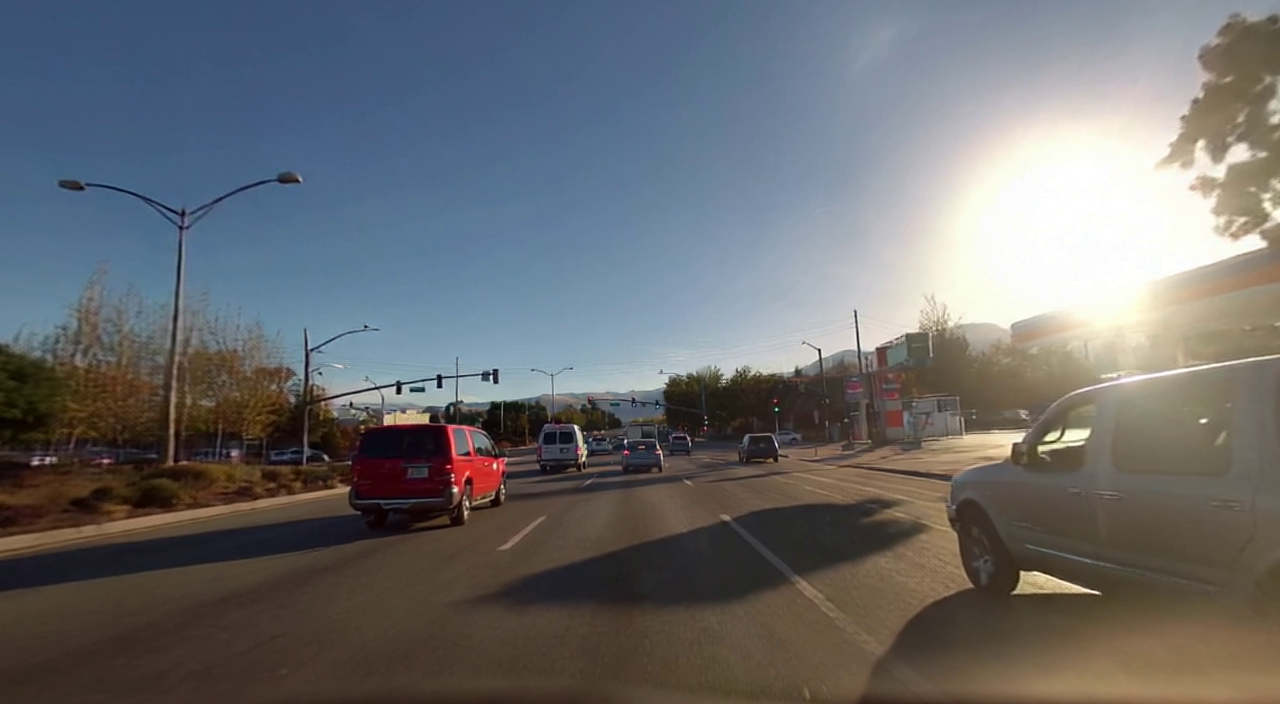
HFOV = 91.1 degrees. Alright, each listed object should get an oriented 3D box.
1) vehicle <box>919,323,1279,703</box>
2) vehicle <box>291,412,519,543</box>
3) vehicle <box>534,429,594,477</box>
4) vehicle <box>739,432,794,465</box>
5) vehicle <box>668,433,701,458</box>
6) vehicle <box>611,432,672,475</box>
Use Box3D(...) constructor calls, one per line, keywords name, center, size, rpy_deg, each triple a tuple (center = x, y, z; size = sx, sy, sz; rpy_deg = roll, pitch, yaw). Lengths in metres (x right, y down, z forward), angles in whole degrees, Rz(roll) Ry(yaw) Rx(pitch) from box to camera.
Box3D(name="vehicle", center=(3.778, 0.929, 3.703), size=(2.055, 1.786, 4.817), rpy_deg=(0, -8, 1))
Box3D(name="vehicle", center=(-3.681, 2.082, 11.138), size=(2.002, 1.747, 5.173), rpy_deg=(0, -8, 0))
Box3D(name="vehicle", center=(-3.311, 4.533, 28.437), size=(2.025, 1.936, 4.995), rpy_deg=(0, -8, 1))
Box3D(name="vehicle", center=(7.065, 5.461, 35.567), size=(2.119, 1.696, 4.623), rpy_deg=(0, -8, 0))
Box3D(name="vehicle", center=(3.481, 7.417, 49.763), size=(2.193, 1.795, 5.130), rpy_deg=(0, -8, 0))
Box3D(name="vehicle", center=(0.064, 4.501, 27.966), size=(2.426, 1.703, 5.602), rpy_deg=(0, -8, 0))
